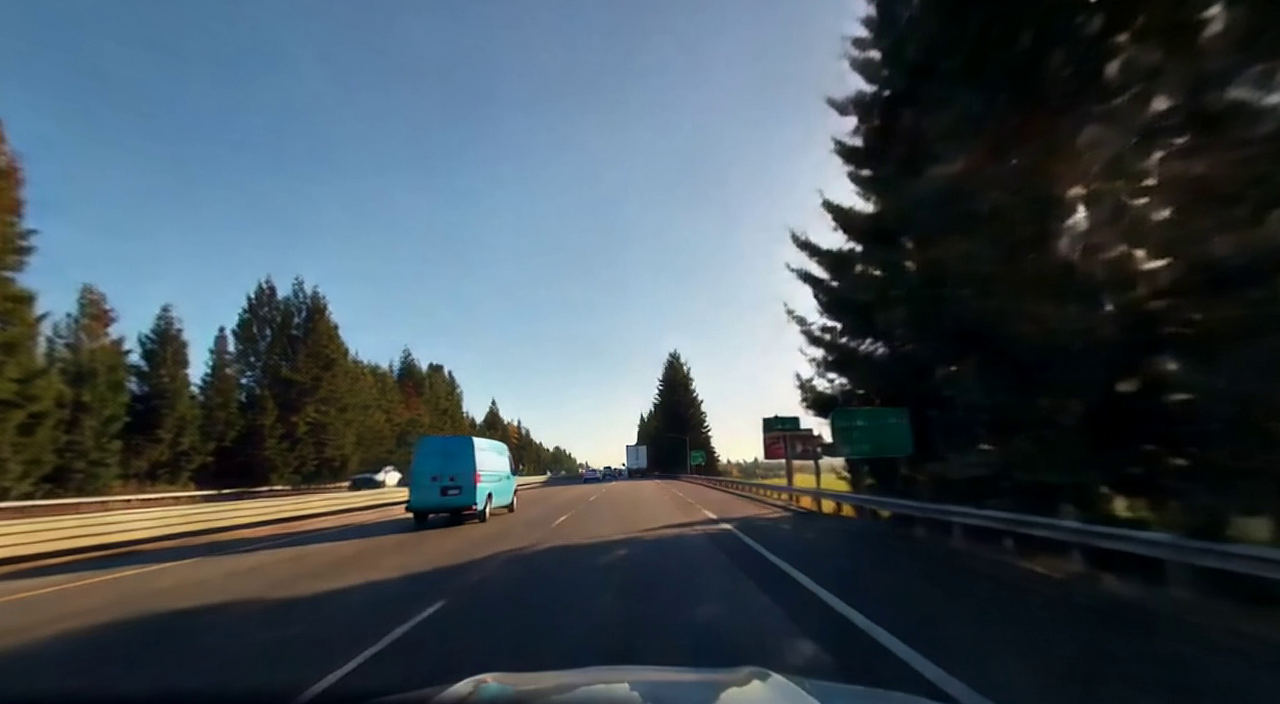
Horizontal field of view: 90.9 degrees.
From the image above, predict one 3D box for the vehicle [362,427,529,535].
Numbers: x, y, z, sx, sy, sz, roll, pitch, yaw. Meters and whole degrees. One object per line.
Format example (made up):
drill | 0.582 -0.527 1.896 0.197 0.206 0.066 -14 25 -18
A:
vehicle | -4.066 2.856 14.254 2.208 1.973 4.716 0 -10 0
